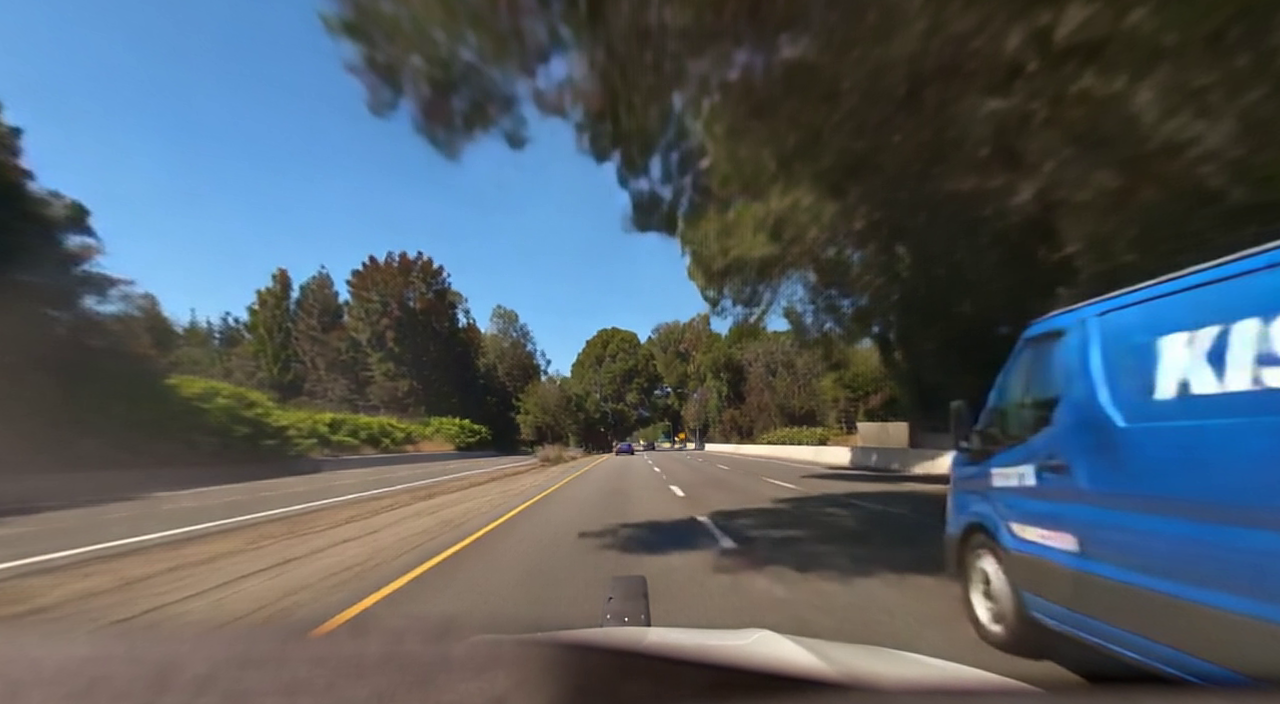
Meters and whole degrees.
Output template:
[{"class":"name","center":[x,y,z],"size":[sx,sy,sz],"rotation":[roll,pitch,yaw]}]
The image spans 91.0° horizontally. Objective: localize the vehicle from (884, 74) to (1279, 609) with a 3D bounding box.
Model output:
[{"class":"vehicle","center":[6.784,-0.249,3.894],"size":[3.479,4.156,17.231],"rotation":[0,-9,-1]}]
